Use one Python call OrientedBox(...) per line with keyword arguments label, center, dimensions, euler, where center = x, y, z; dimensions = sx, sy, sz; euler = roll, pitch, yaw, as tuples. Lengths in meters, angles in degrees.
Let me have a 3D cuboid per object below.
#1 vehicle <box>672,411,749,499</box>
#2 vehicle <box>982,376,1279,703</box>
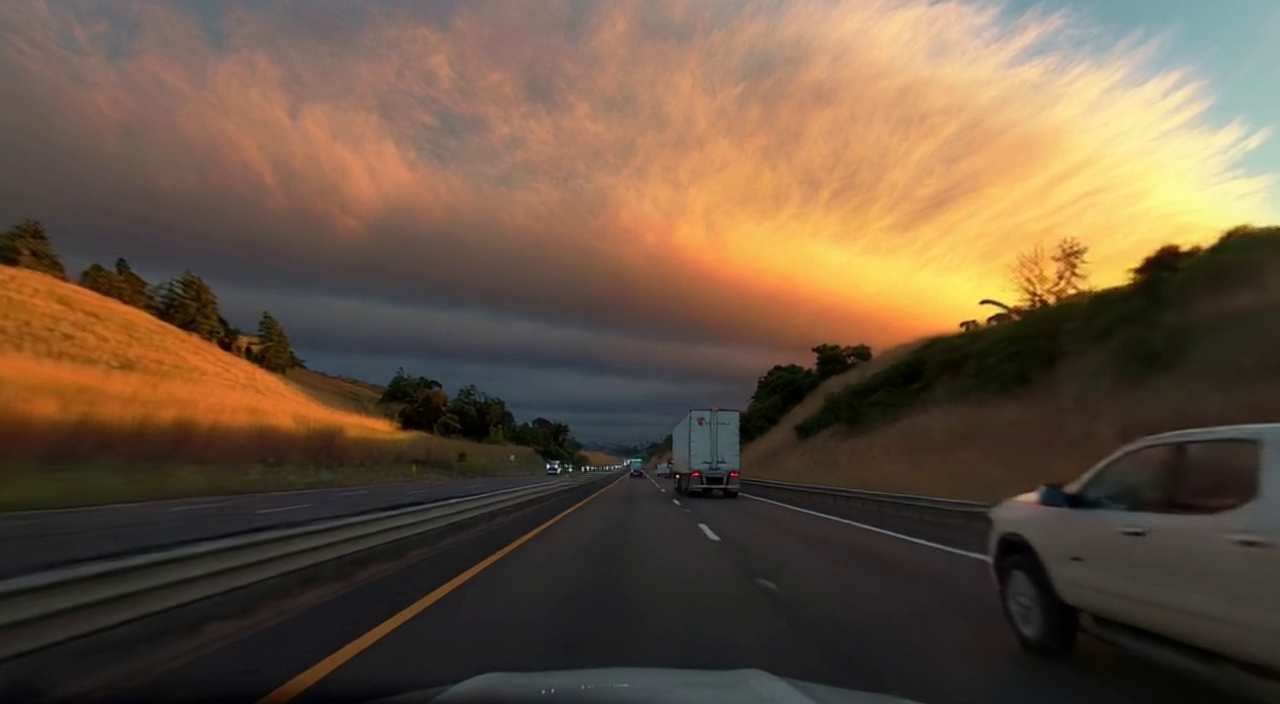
OrientedBox(label="vehicle", center=(3.687, 6.121, 36.773), dimensions=(2.863, 4.088, 14.040), euler=(1, -10, 0))
OrientedBox(label="vehicle", center=(3.447, 0.873, 1.959), dimensions=(2.124, 1.662, 4.641), euler=(1, -10, 0))
